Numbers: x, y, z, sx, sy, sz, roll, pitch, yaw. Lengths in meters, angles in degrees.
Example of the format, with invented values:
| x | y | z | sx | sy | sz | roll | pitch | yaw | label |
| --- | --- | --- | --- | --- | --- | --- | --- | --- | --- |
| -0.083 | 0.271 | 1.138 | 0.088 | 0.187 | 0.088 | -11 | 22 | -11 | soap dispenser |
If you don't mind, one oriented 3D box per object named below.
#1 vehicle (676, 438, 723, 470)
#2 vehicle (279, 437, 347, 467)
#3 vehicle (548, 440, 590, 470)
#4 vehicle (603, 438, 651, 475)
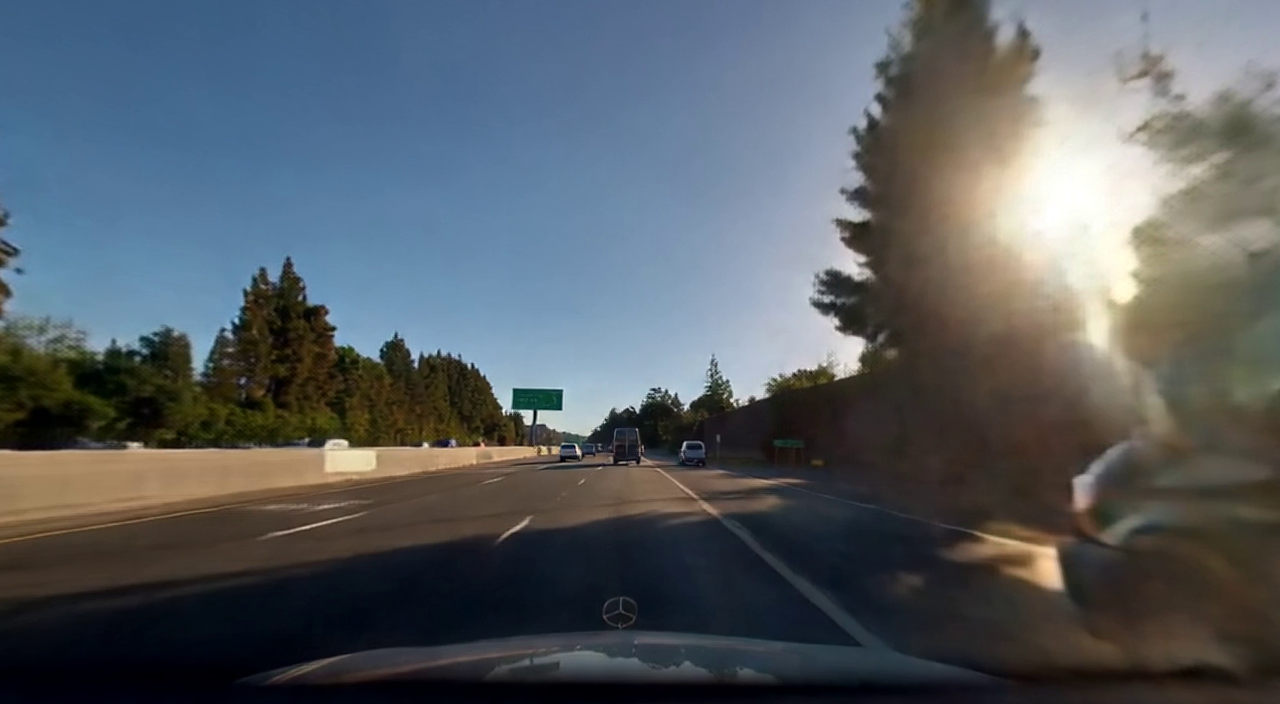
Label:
| x | y | z | sx | sy | sz | roll | pitch | yaw | label |
| --- | --- | --- | --- | --- | --- | --- | --- | --- | --- |
| 3.353 | 5.866 | 36.544 | 2.160 | 1.759 | 4.214 | 0 | -8 | -2 | vehicle |
| -17.882 | 5.488 | 34.762 | 1.875 | 1.527 | 3.520 | 0 | -8 | -1 | vehicle |
| -4.224 | 6.182 | 38.120 | 2.023 | 1.709 | 4.263 | 0 | -8 | 1 | vehicle |
| -0.651 | 5.373 | 32.759 | 2.297 | 1.783 | 4.355 | 0 | -8 | -1 | vehicle |
